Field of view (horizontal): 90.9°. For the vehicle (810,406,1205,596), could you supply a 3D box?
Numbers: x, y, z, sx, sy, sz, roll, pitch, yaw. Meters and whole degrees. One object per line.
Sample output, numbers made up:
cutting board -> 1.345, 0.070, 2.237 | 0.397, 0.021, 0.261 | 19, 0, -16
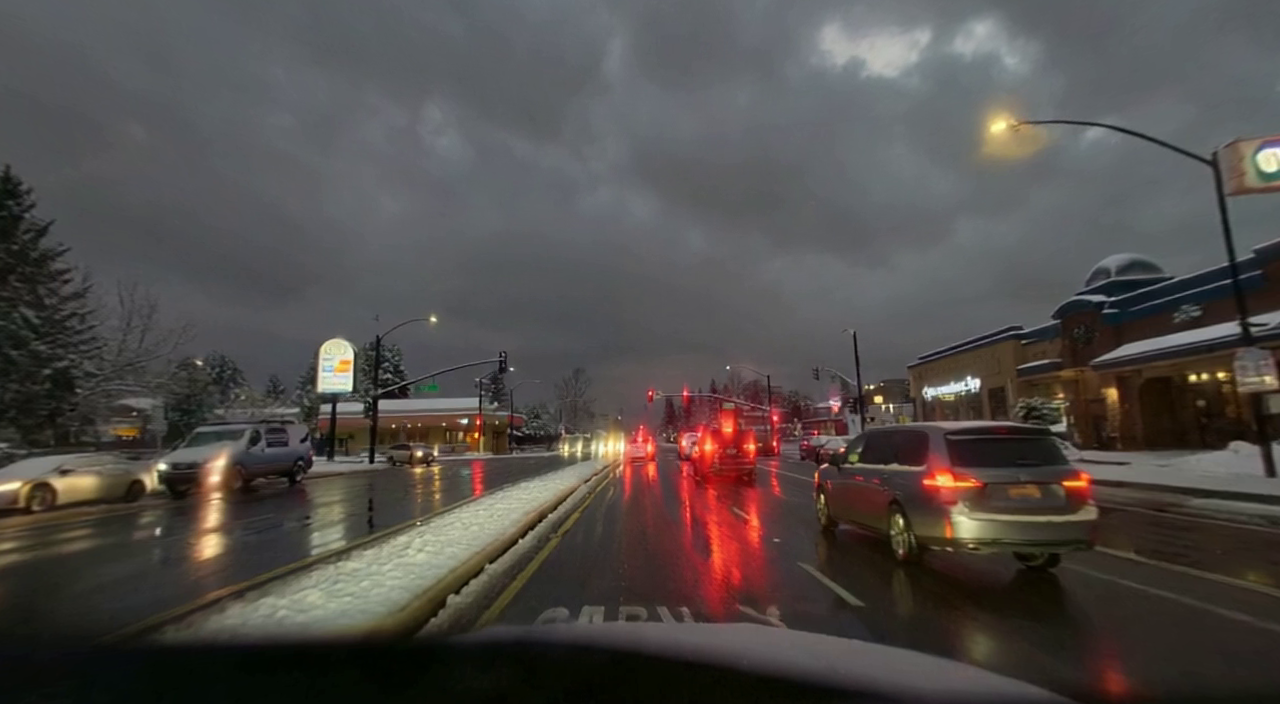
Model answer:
vehicle -> 3.580, 1.529, 7.378 | 1.932, 1.517, 4.430 | 0, -8, 0

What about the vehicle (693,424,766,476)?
vehicle -> 3.339, 3.775, 24.533 | 2.038, 1.787, 4.946 | 0, -8, -1

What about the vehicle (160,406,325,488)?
vehicle -> -15.194, 3.707, 24.740 | 2.371, 2.799, 5.978 | 0, -8, 1

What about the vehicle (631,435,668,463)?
vehicle -> 0.507, 5.670, 36.923 | 2.073, 1.496, 3.892 | 0, -8, -1

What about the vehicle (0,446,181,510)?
vehicle -> -15.529, 3.358, 17.430 | 1.985, 1.484, 4.879 | 0, -8, 0
